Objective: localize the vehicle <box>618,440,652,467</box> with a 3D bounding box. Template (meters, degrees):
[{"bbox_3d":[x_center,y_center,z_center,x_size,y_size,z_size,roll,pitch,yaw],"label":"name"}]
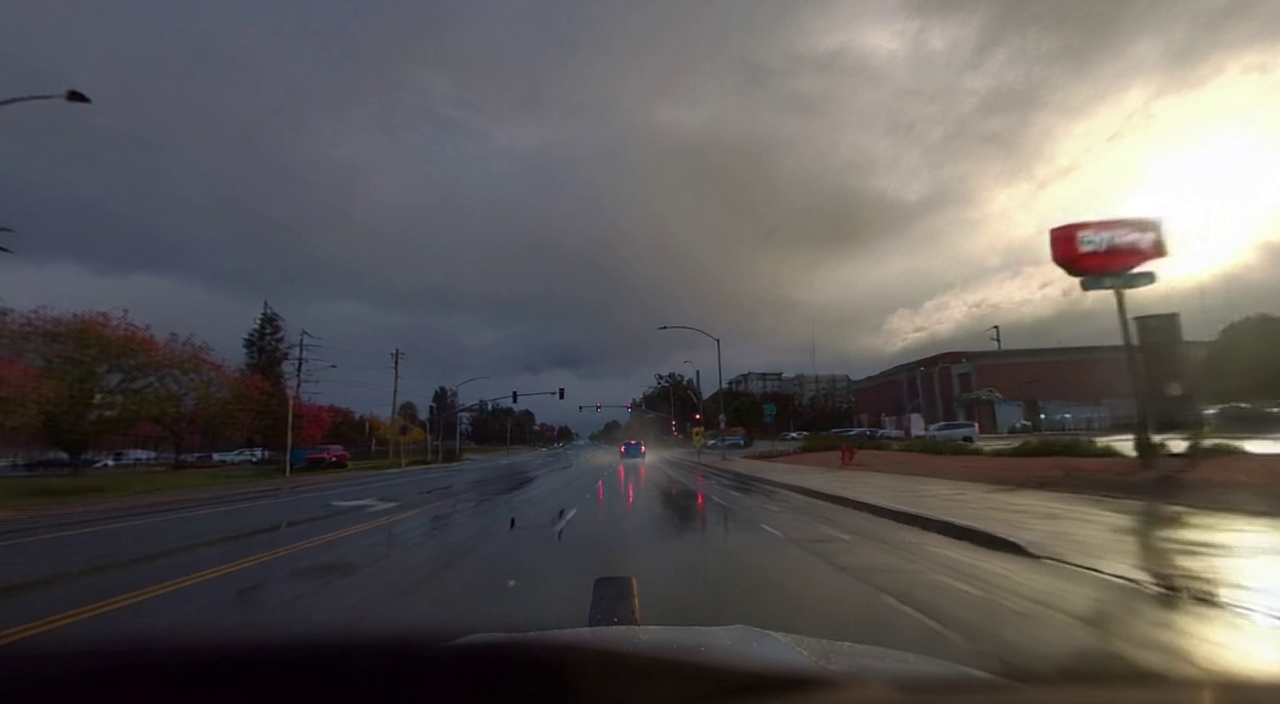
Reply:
[{"bbox_3d":[-0.343,6.497,40.535,2.024,1.628,4.774,0,-8,-1],"label":"vehicle"}]
